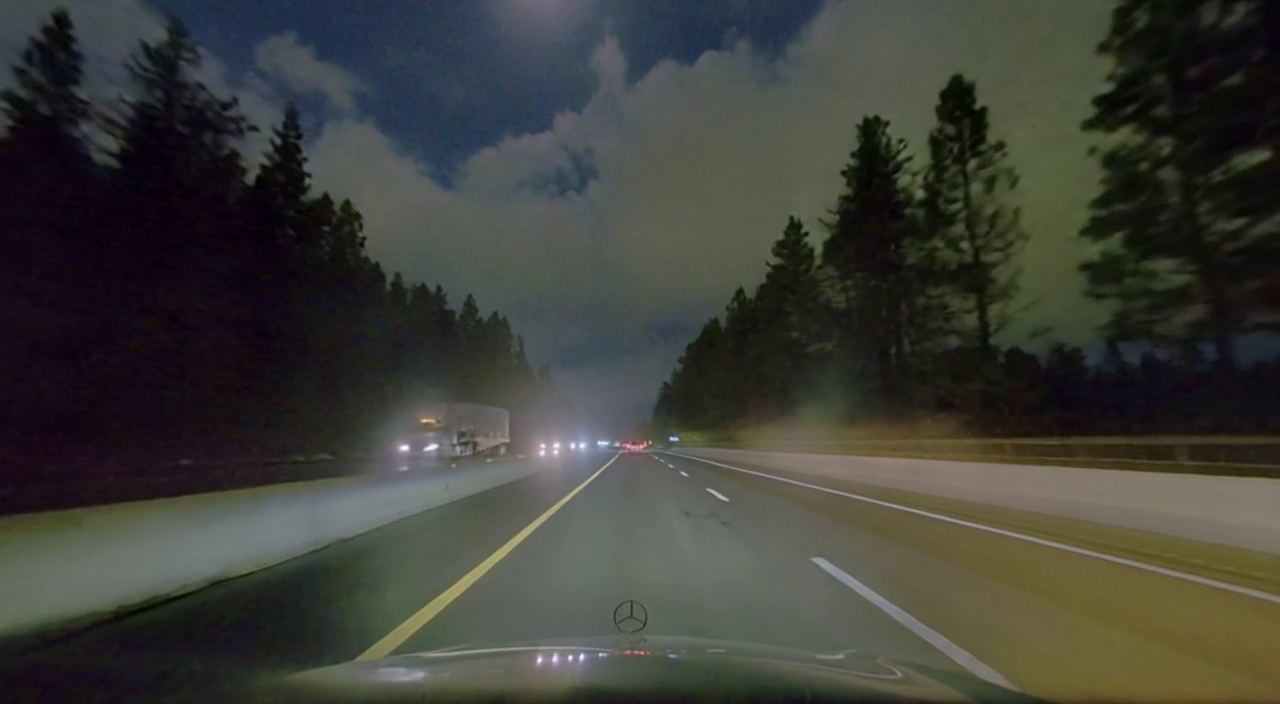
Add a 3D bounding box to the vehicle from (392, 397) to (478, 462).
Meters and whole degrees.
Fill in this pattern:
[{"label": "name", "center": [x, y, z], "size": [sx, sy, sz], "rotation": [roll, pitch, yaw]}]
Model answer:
[{"label": "vehicle", "center": [-13.651, 5.384, 42.982], "size": [3.016, 3.981, 8.399], "rotation": [0, -8, 0]}]
